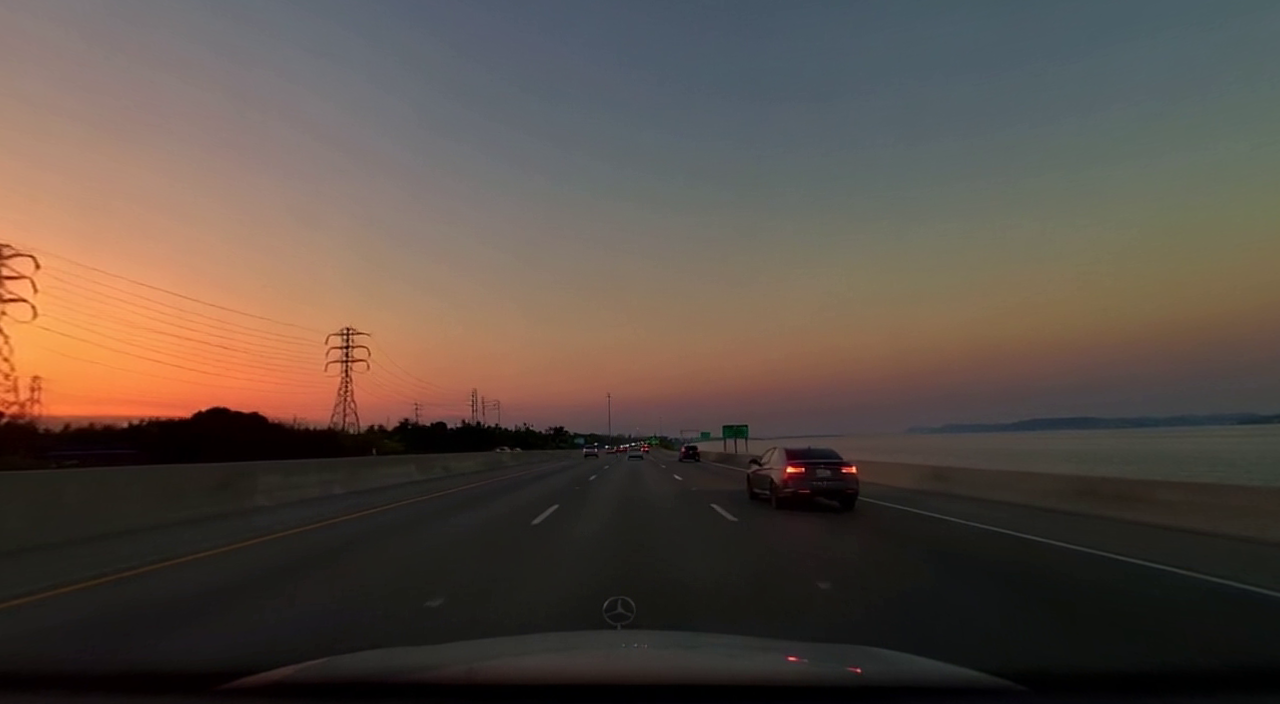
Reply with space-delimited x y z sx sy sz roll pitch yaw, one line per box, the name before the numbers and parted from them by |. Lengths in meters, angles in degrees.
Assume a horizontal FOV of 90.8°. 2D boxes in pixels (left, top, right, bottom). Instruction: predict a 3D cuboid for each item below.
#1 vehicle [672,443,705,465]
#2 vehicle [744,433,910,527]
vehicle | 3.521 7.449 46.466 2.000 1.533 4.438 0 -8 -1
vehicle | 3.390 2.395 12.452 1.890 1.490 4.373 0 -8 -1
